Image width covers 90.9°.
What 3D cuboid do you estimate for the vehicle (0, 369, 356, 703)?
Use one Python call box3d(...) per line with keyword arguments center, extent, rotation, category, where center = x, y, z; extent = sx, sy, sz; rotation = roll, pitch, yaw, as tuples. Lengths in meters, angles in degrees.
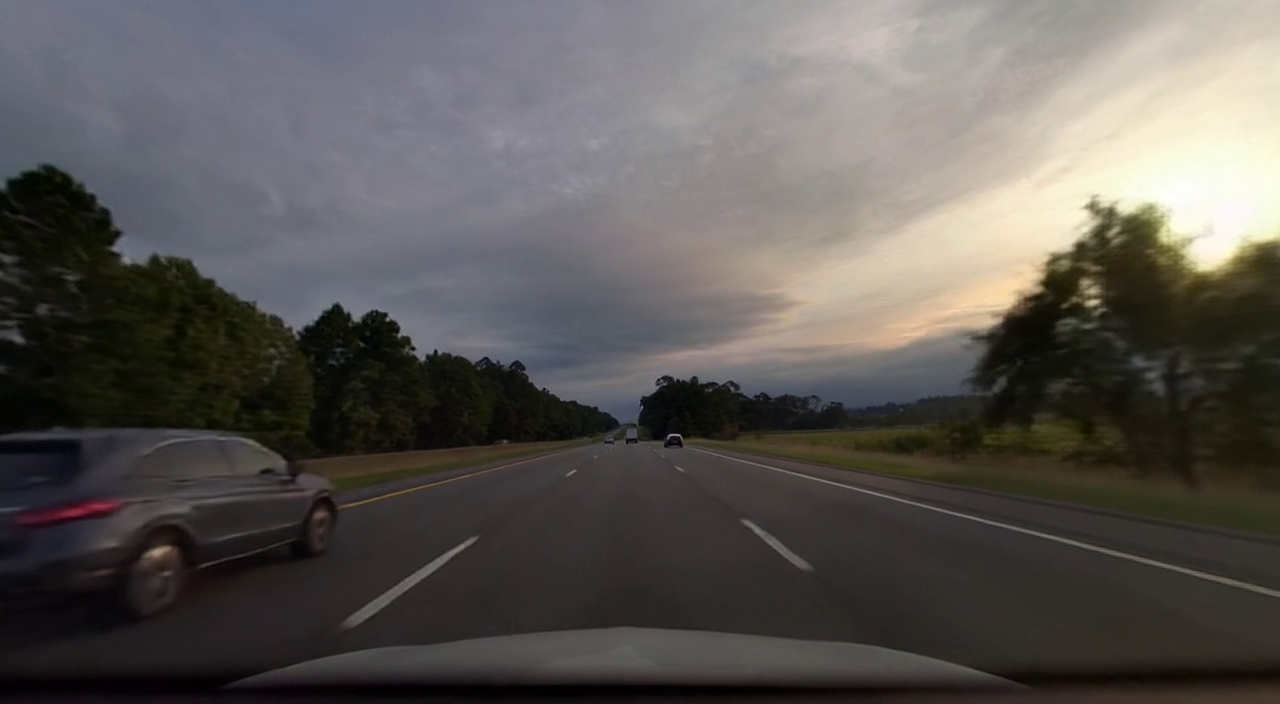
box3d(center=(-4.171, 1.138, 4.559), extent=(2.185, 1.677, 4.390), rotation=(0, -8, 0), category="vehicle")
